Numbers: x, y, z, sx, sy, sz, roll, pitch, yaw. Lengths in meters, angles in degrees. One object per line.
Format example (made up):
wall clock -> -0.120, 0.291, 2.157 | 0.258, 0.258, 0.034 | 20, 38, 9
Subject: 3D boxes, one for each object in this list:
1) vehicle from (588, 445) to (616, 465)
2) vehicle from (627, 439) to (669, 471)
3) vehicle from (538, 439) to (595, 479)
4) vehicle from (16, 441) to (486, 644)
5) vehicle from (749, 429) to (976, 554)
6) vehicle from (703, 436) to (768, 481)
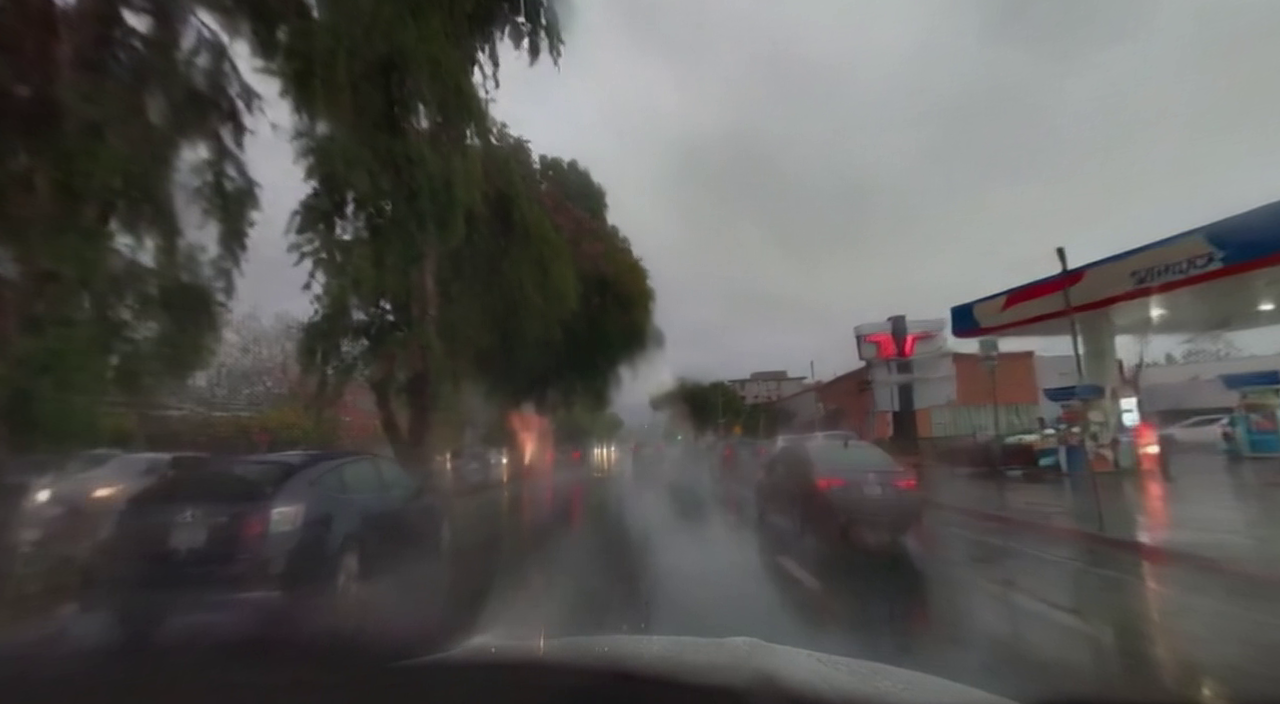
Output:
vehicle -> -2.959, 8.042, 49.498 | 1.901, 1.483, 4.372 | 0, -8, 0
vehicle -> 0.437, 5.713, 35.122 | 2.192, 1.674, 4.124 | 0, -8, 0
vehicle -> -3.198, 4.745, 28.226 | 1.988, 1.645, 3.995 | 0, -8, 1
vehicle -> -3.191, 1.622, 6.530 | 2.013, 1.354, 4.393 | 0, -8, 1
vehicle -> 3.115, 2.041, 10.019 | 1.919, 1.502, 4.572 | 0, -8, 0
vehicle -> 3.914, 4.464, 26.733 | 1.980, 1.709, 4.813 | 0, -8, 0
